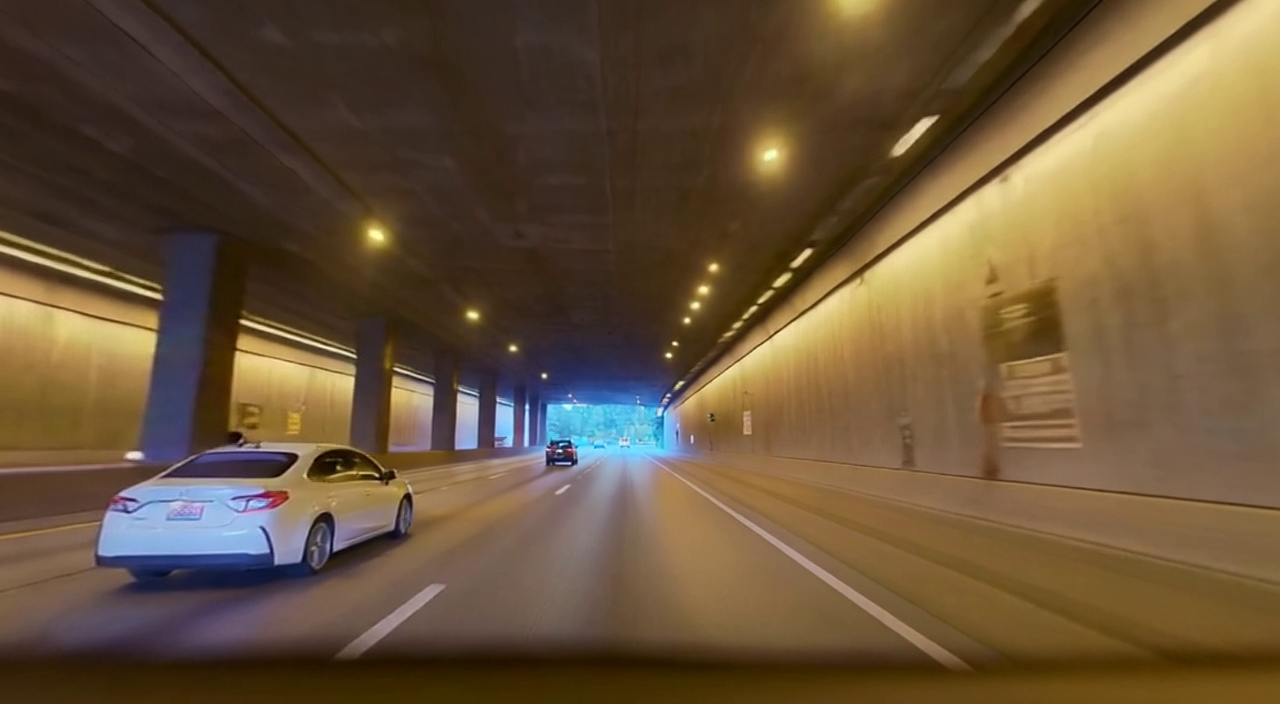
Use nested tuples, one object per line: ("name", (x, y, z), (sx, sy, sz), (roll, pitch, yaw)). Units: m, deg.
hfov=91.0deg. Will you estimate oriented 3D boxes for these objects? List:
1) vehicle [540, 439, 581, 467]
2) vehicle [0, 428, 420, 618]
("vehicle", (-4.581, 5.853, 36.697), (1.973, 1.474, 4.199), (0, -8, -1))
("vehicle", (-4.142, 1.620, 7.021), (1.885, 1.424, 4.230), (0, -8, -1))
